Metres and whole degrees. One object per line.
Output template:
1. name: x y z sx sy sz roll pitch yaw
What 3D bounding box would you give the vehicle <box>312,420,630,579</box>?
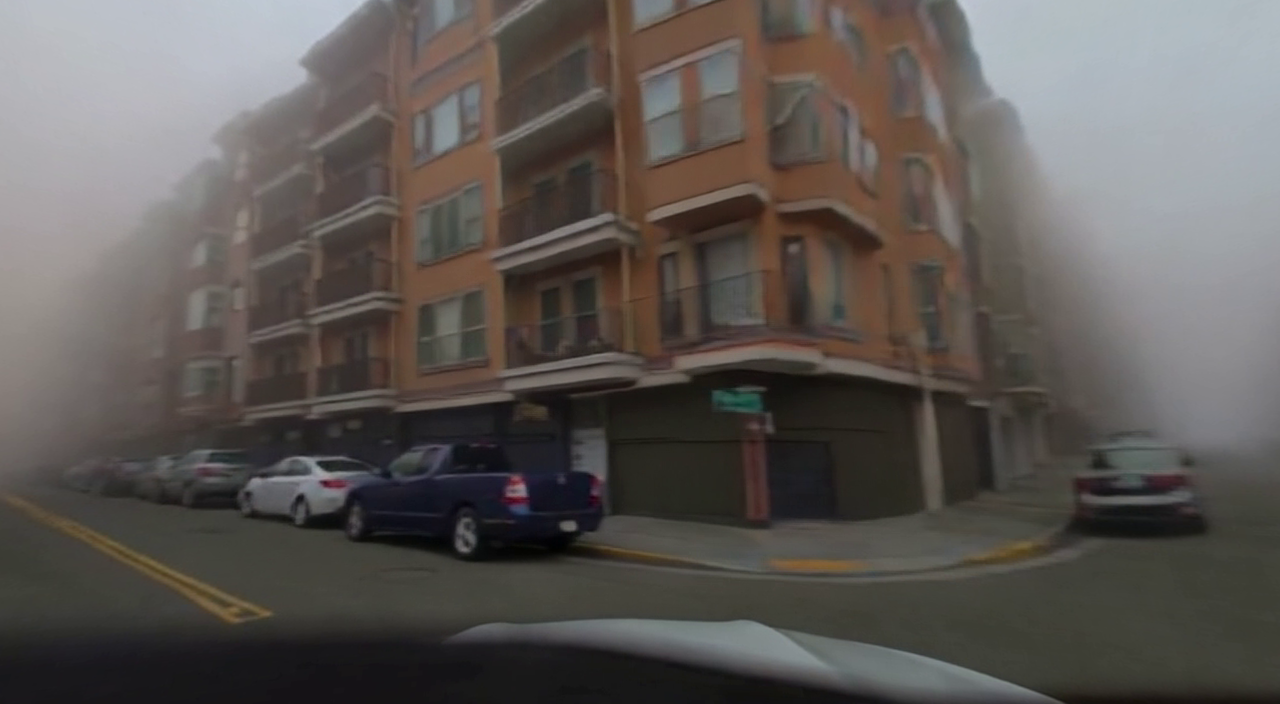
1. vehicle: -2.560 1.875 8.899 4.679 1.631 2.025 -8 -11 40

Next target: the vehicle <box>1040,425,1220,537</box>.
1. vehicle: 7.948 1.979 10.291 1.882 1.459 3.518 -7 -10 38

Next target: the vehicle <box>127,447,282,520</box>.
1. vehicle: -11.482 3.327 16.503 4.543 1.595 1.968 -7 -10 38

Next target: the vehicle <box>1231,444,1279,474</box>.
1. vehicle: 37.108 6.346 37.607 2.341 1.675 4.360 -8 -11 40
